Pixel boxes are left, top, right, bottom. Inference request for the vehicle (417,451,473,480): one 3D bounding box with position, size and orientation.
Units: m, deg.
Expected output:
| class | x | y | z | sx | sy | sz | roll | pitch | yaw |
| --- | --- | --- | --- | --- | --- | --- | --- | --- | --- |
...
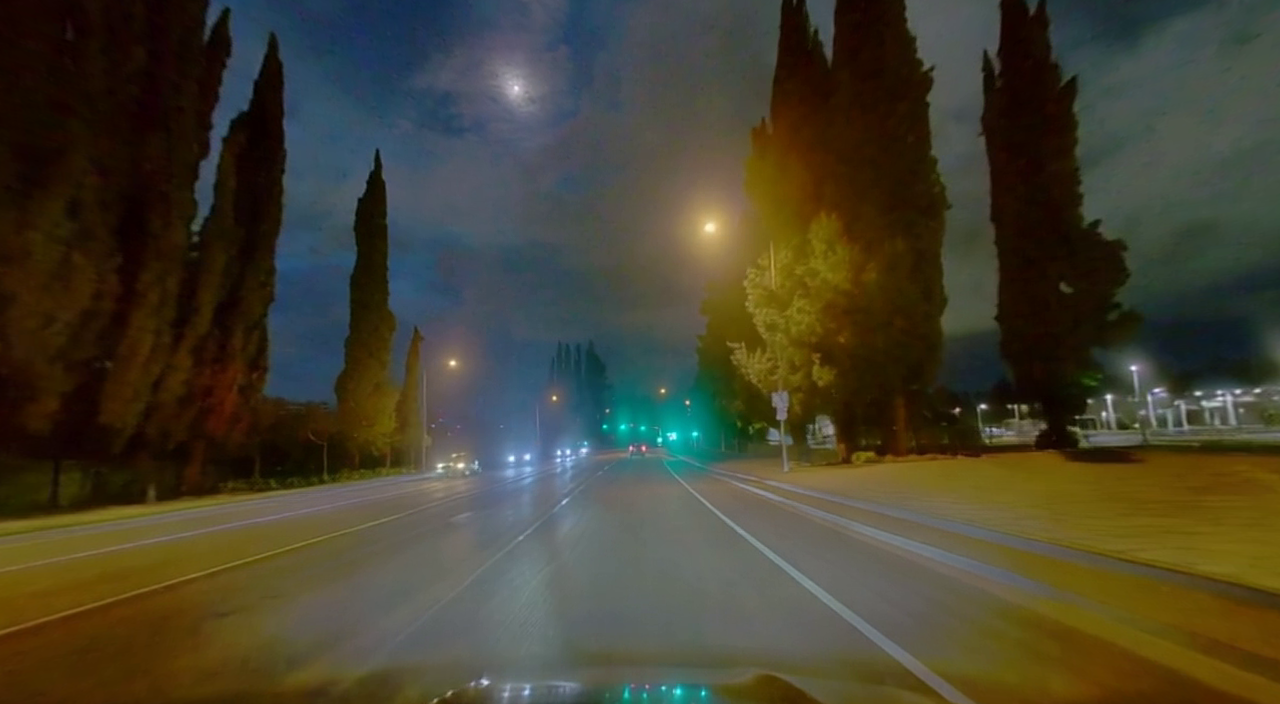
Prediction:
| class | x | y | z | sx | sy | sz | roll | pitch | yaw |
| --- | --- | --- | --- | --- | --- | --- | --- | --- | --- |
| vehicle | -11.177 | 6.528 | 36.524 | 1.948 | 1.481 | 4.380 | 0 | -8 | -2 |
